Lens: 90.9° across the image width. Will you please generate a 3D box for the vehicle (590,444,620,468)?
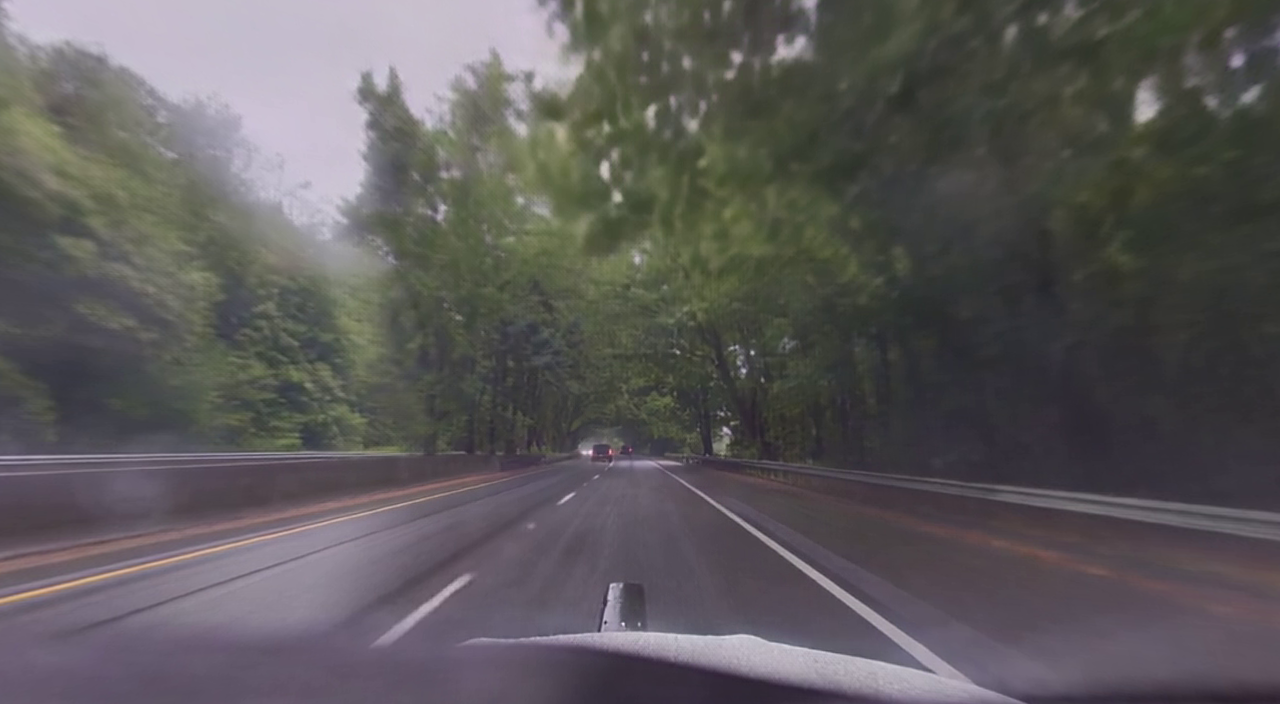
[{"bbox_3d":[-2.669,8.143,49.485,2.135,1.755,4.476,0,-9,0],"label":"vehicle"}]
